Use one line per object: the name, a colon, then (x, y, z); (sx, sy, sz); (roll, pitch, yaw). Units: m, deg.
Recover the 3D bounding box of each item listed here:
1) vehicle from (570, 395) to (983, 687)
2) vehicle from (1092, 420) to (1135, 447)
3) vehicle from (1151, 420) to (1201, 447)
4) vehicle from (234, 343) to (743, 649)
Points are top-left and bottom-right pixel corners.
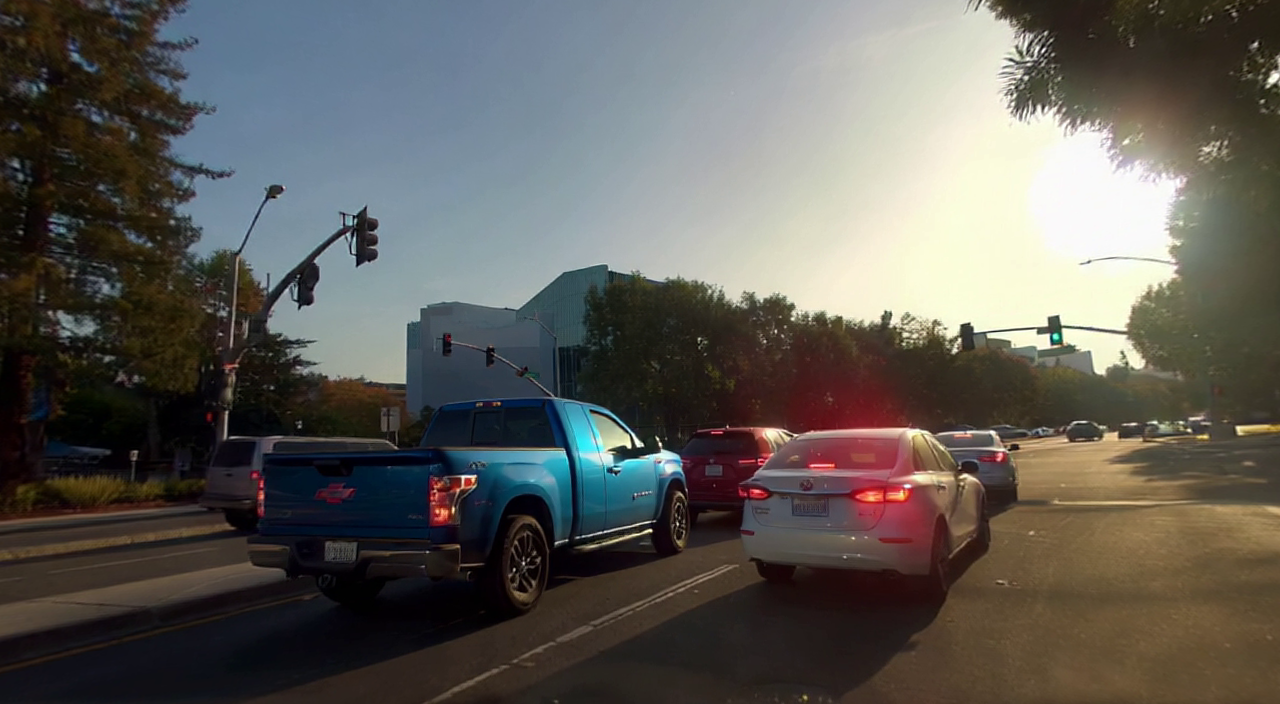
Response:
vehicle: (1.711, 1.383, 5.981); (2.027, 1.549, 4.801); (-6, -10, 35)
vehicle: (32.768, 5.677, 43.737); (2.160, 1.790, 4.303); (-6, -10, 35)
vehicle: (35.739, 5.485, 42.206); (2.183, 1.714, 4.491); (-6, -11, 37)
vehicle: (-0.881, 1.408, 7.466); (2.272, 2.016, 6.146); (-4, -9, 27)
